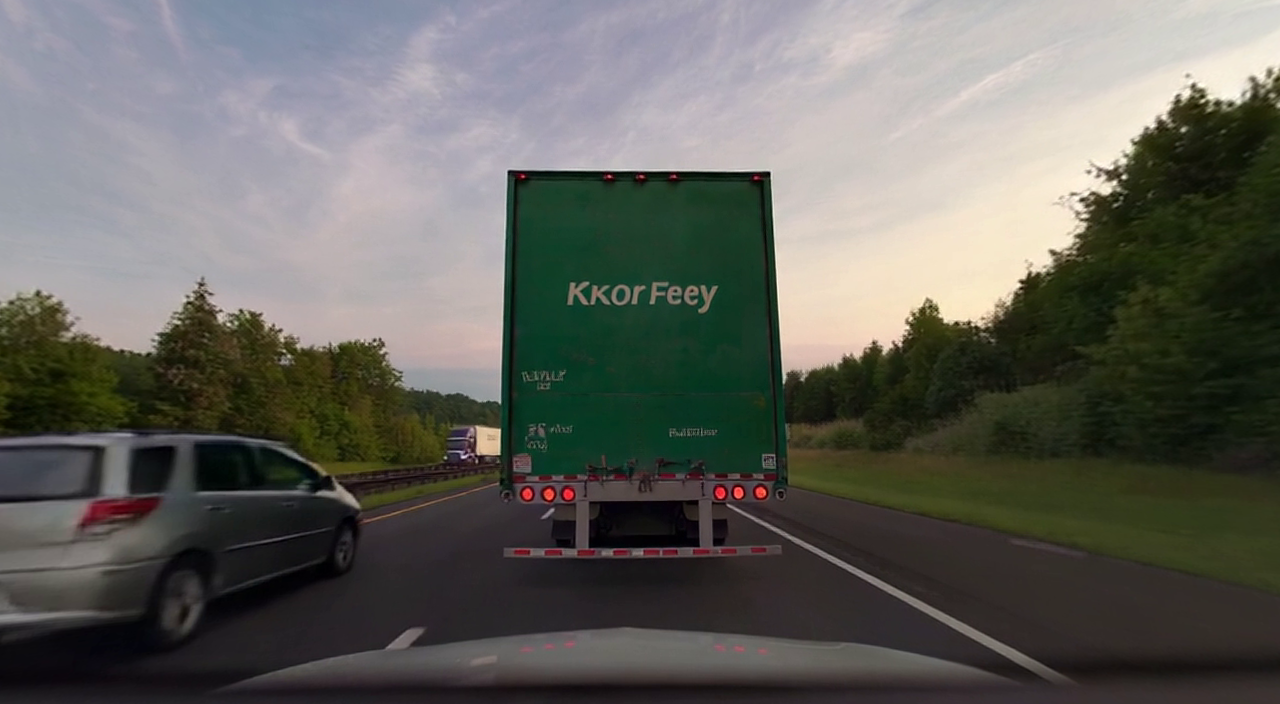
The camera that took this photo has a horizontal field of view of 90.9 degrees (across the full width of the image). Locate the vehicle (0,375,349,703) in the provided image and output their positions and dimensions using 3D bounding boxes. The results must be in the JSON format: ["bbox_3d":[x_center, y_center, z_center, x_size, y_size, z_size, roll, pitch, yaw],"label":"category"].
[{"bbox_3d":[-3.819,1.084,3.814,2.095,1.600,4.247,0,-9,-1],"label":"vehicle"}]

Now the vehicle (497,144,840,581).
[{"bbox_3d":[0.125,1.113,13.387,3.230,4.377,14.405,0,-9,-1],"label":"vehicle"}]
